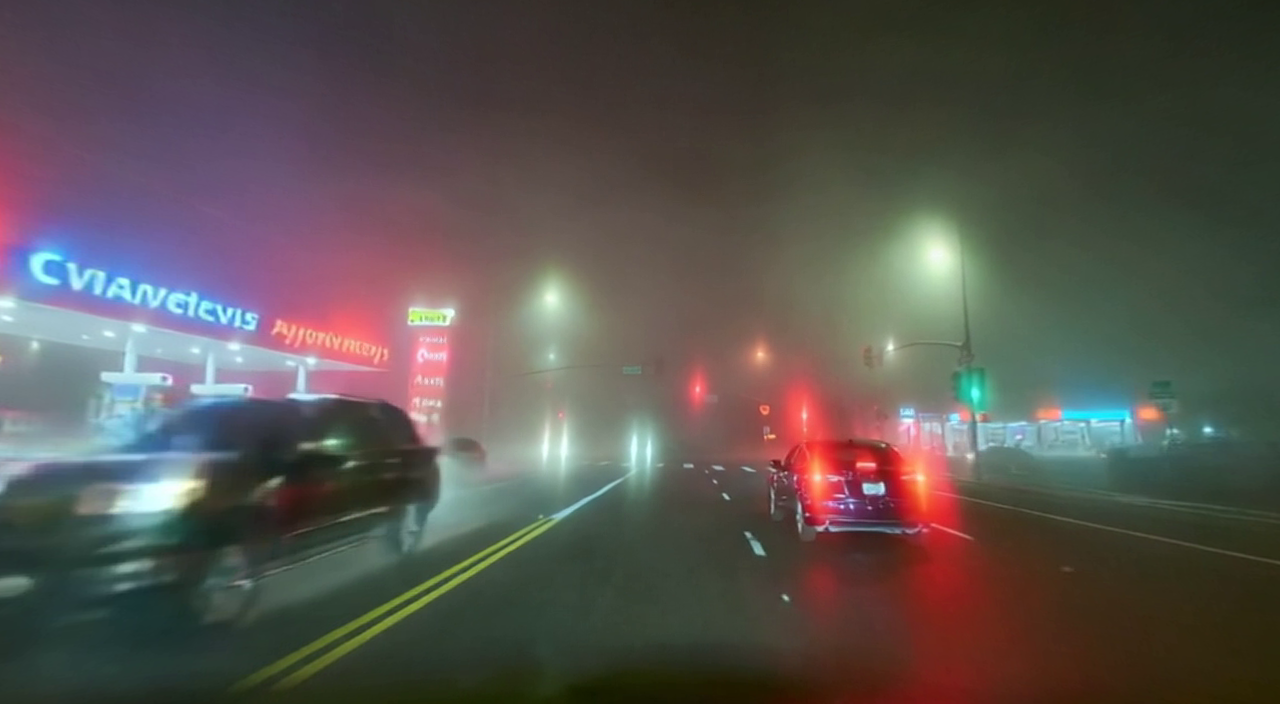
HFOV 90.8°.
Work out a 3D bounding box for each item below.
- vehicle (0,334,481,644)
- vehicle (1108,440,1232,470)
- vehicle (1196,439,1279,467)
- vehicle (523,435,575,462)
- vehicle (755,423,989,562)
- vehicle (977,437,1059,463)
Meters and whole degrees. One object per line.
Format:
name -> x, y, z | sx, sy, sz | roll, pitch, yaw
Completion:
vehicle -> -3.645, 1.227, 6.655 | 2.334, 1.966, 5.056 | -1, -8, 3
vehicle -> 27.195, 5.289, 32.618 | 4.510, 1.483, 1.774 | -4, -9, 24
vehicle -> 36.716, 6.044, 37.851 | 4.568, 1.643, 1.911 | -3, -9, 18
vehicle -> -6.387, 6.679, 43.847 | 2.196, 1.696, 4.484 | 4, -9, -27
vehicle -> 2.984, 1.886, 9.299 | 1.995, 1.525, 4.392 | -1, -8, 3
vehicle -> 25.595, 6.631, 42.964 | 4.562, 1.676, 1.819 | -5, -10, 29
